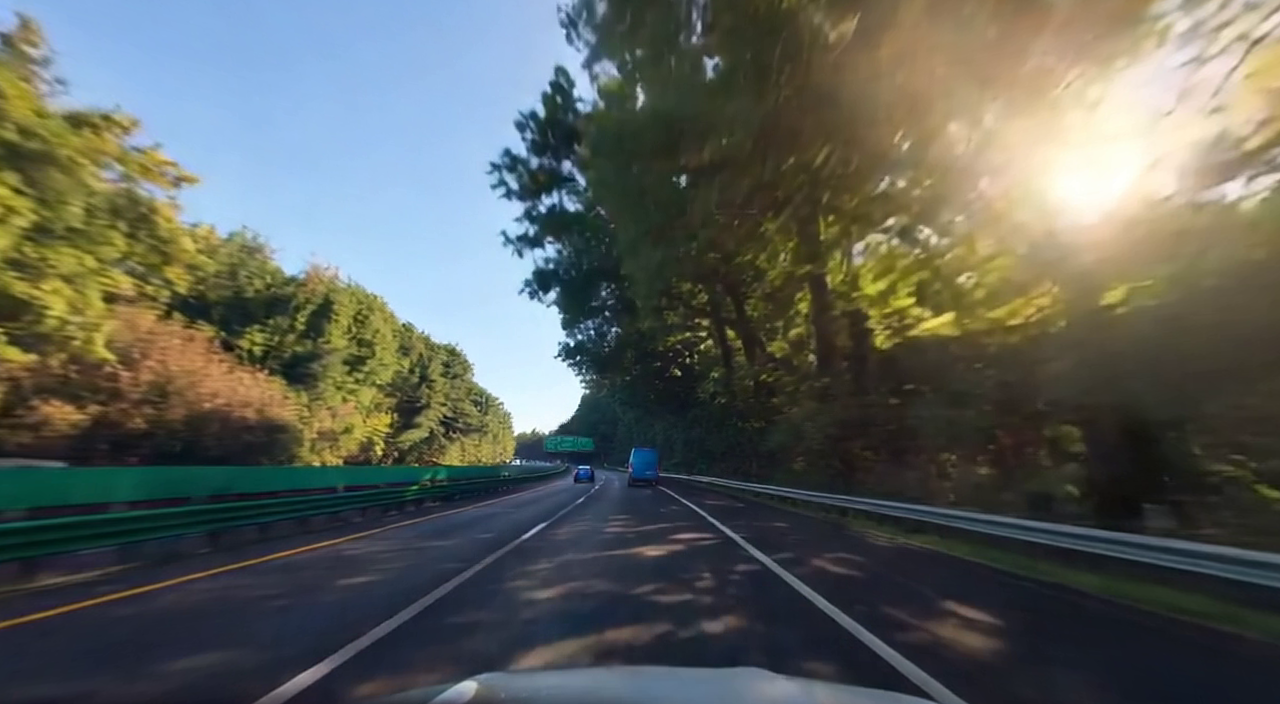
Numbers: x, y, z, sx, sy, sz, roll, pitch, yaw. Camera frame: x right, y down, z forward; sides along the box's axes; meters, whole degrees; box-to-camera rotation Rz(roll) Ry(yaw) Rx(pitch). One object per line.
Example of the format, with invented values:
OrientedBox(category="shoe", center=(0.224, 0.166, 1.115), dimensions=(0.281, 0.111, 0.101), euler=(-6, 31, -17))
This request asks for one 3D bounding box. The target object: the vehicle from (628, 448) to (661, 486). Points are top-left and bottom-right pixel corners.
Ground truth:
OrientedBox(category="vehicle", center=(0.314, 8.948, 48.883), dimensions=(2.382, 2.752, 5.333), euler=(1, -11, -1))

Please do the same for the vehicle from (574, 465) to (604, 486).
OrientedBox(category="vehicle", center=(-3.914, 9.572, 48.878), dimensions=(2.038, 1.490, 4.391), euler=(1, -11, -1))
